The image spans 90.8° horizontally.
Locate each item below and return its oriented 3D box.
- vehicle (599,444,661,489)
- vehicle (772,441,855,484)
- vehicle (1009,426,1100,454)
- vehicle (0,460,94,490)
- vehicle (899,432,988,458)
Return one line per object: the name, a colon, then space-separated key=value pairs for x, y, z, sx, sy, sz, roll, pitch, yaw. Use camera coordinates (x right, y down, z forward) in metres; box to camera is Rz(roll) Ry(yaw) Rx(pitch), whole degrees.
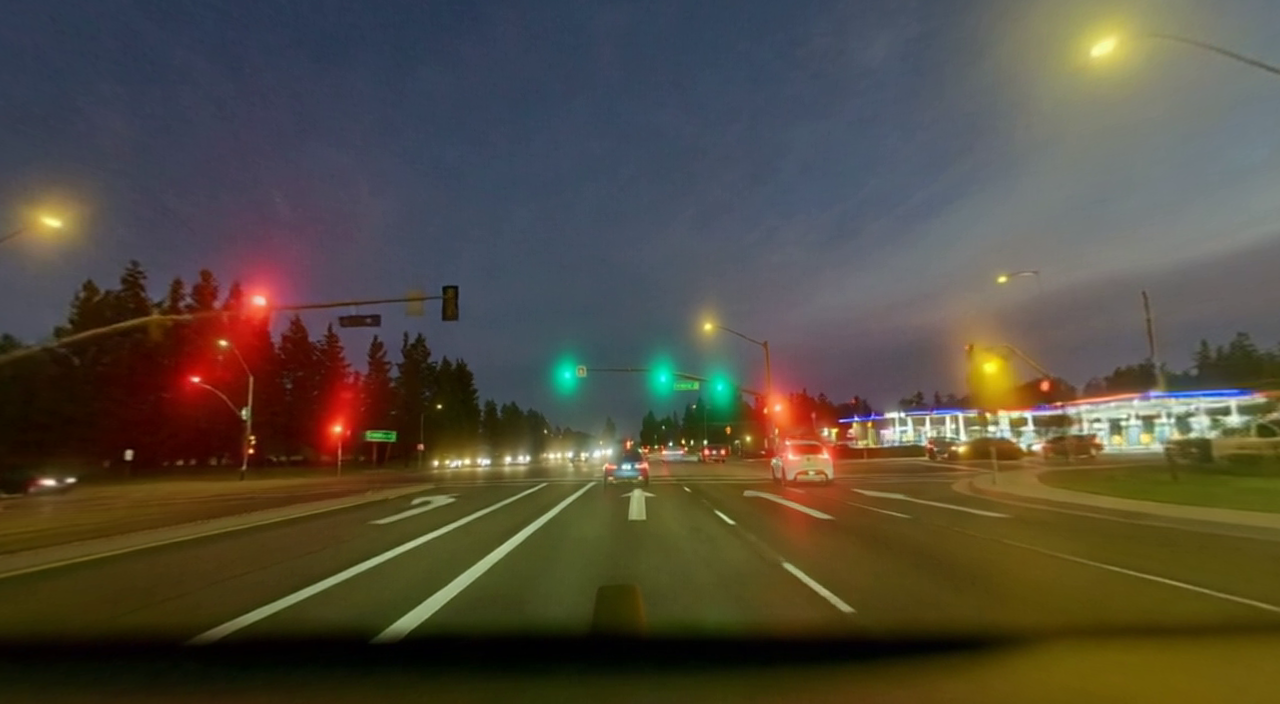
vehicle: x=-0.322 y=4.052 z=22.751 sx=2.040 sy=1.451 sz=3.736 roll=0 pitch=-8 yaw=0
vehicle: x=6.489 y=4.158 z=24.143 sx=1.890 sy=1.489 sz=4.396 roll=0 pitch=-8 yaw=0
vehicle: x=27.406 y=5.861 z=41.858 sx=4.724 sy=1.793 sz=1.777 roll=0 pitch=-8 yaw=1
vehicle: x=-34.569 y=7.070 z=36.413 sx=4.287 sy=1.612 sz=1.993 roll=0 pitch=-8 yaw=2
vehicle: x=20.011 y=6.176 z=41.725 sx=4.796 sy=1.488 sz=1.966 roll=-2 pitch=-9 yaw=-1
